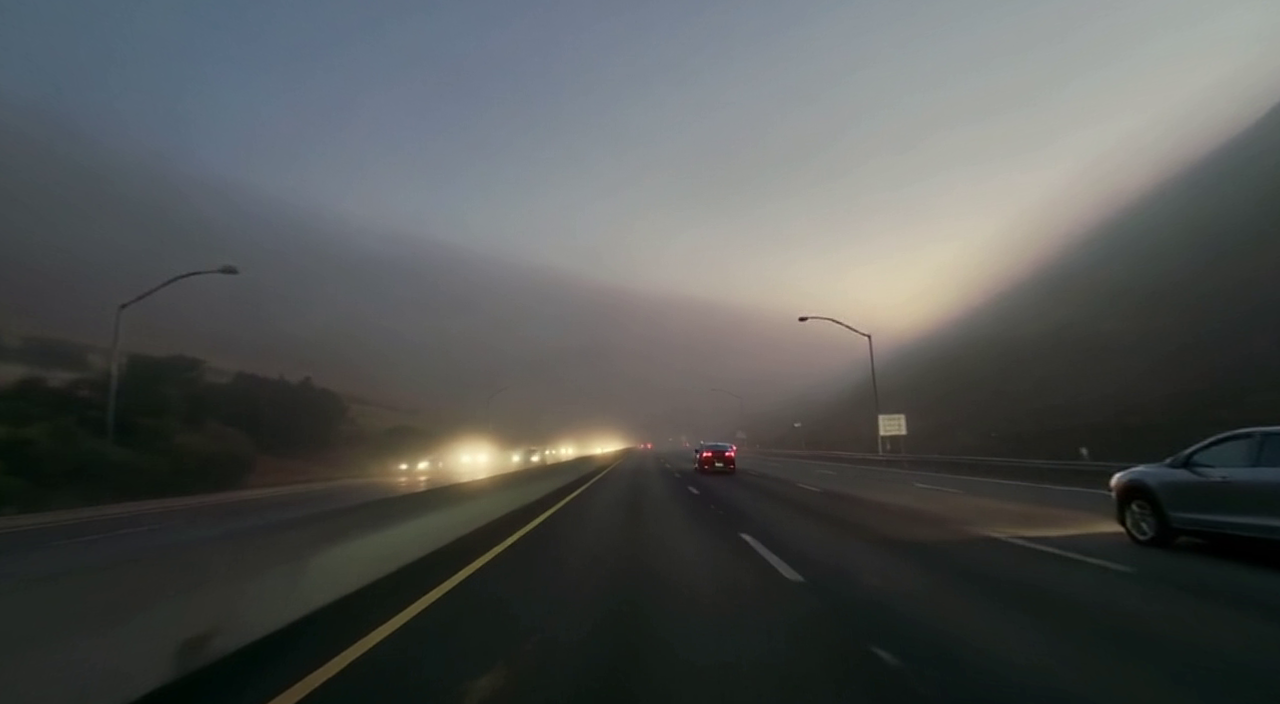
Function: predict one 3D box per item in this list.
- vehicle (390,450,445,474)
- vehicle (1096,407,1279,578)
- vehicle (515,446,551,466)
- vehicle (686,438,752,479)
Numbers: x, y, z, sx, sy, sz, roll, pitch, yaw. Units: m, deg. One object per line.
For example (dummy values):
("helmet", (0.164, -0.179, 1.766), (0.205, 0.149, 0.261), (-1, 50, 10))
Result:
("vehicle", (-15.545, 7.700, 44.362), (2.136, 1.479, 4.748), (-1, -8, 1))
("vehicle", (6.779, 1.240, 5.537), (1.988, 1.530, 4.777), (0, -8, 0))
("vehicle", (-8.295, 8.068, 49.126), (1.949, 1.488, 4.526), (-1, -8, 1))
("vehicle", (2.972, 4.129, 24.658), (2.044, 1.444, 4.216), (0, -8, 0))
